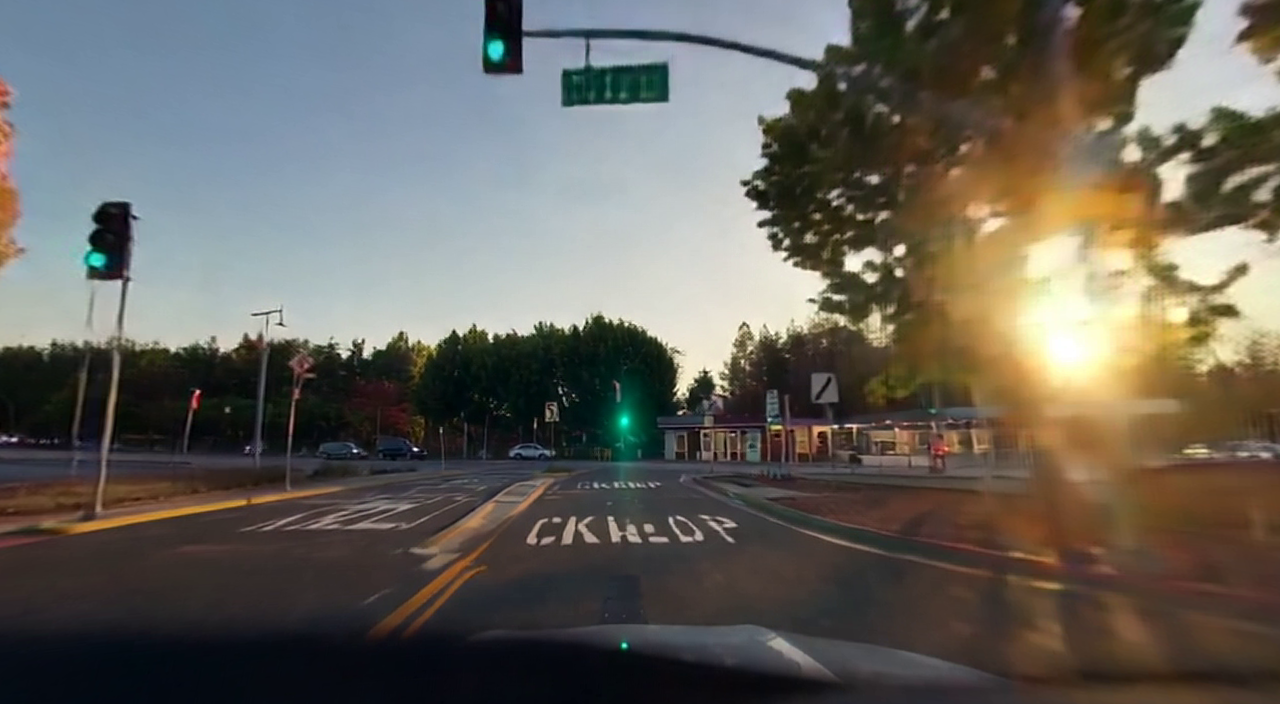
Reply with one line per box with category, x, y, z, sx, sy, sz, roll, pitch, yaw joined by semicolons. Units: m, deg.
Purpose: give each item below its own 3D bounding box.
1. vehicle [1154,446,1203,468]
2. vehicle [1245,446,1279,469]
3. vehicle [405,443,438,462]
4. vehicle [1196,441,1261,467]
vehicle;38.053;7.384;44.437;1.769;1.433;3.688;-6;-10;29
vehicle;42.575;7.069;42.063;1.926;1.441;3.860;-4;-9;29
vehicle;-17.030;7.857;49.065;1.789;1.399;4.236;2;-9;-11
vehicle;40.536;7.008;43.363;2.098;1.634;4.456;-6;-10;29
